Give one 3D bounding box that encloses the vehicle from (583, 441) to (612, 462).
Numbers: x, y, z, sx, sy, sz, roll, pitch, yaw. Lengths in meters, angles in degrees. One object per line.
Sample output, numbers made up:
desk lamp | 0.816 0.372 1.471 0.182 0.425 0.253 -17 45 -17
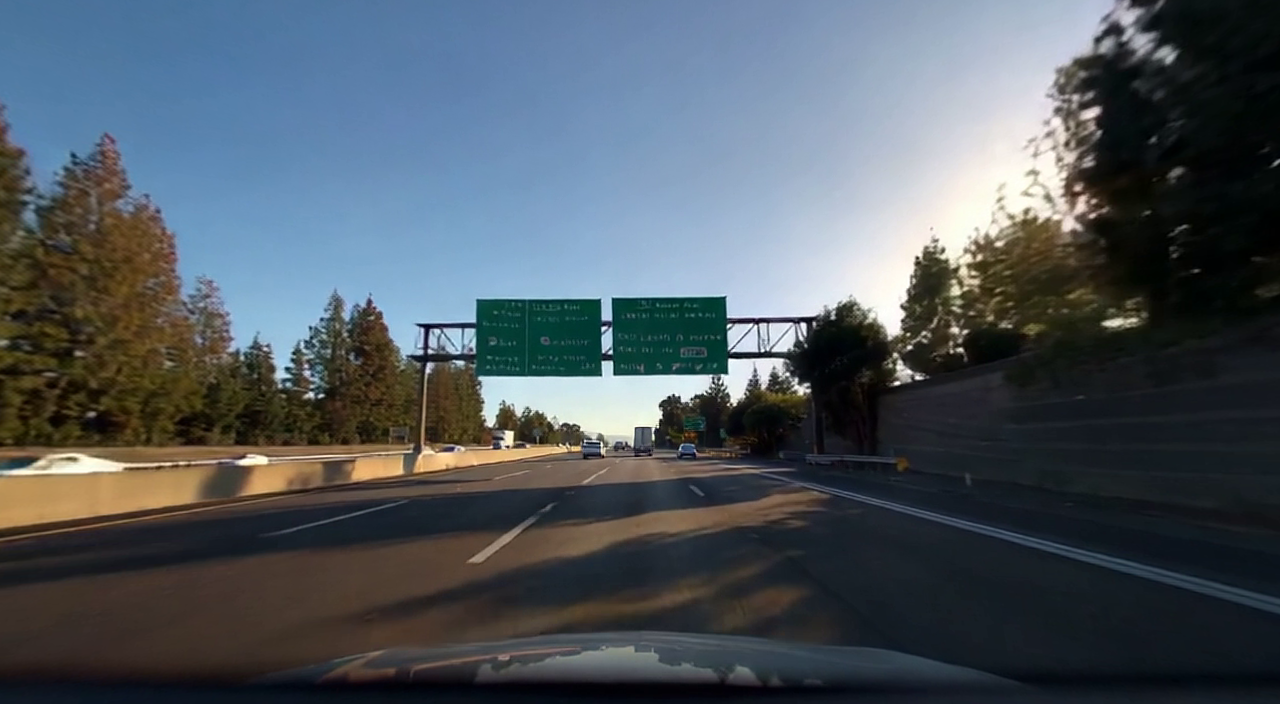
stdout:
vehicle | -3.207 7.625 48.234 1.996 1.521 3.912 0 -8 0
